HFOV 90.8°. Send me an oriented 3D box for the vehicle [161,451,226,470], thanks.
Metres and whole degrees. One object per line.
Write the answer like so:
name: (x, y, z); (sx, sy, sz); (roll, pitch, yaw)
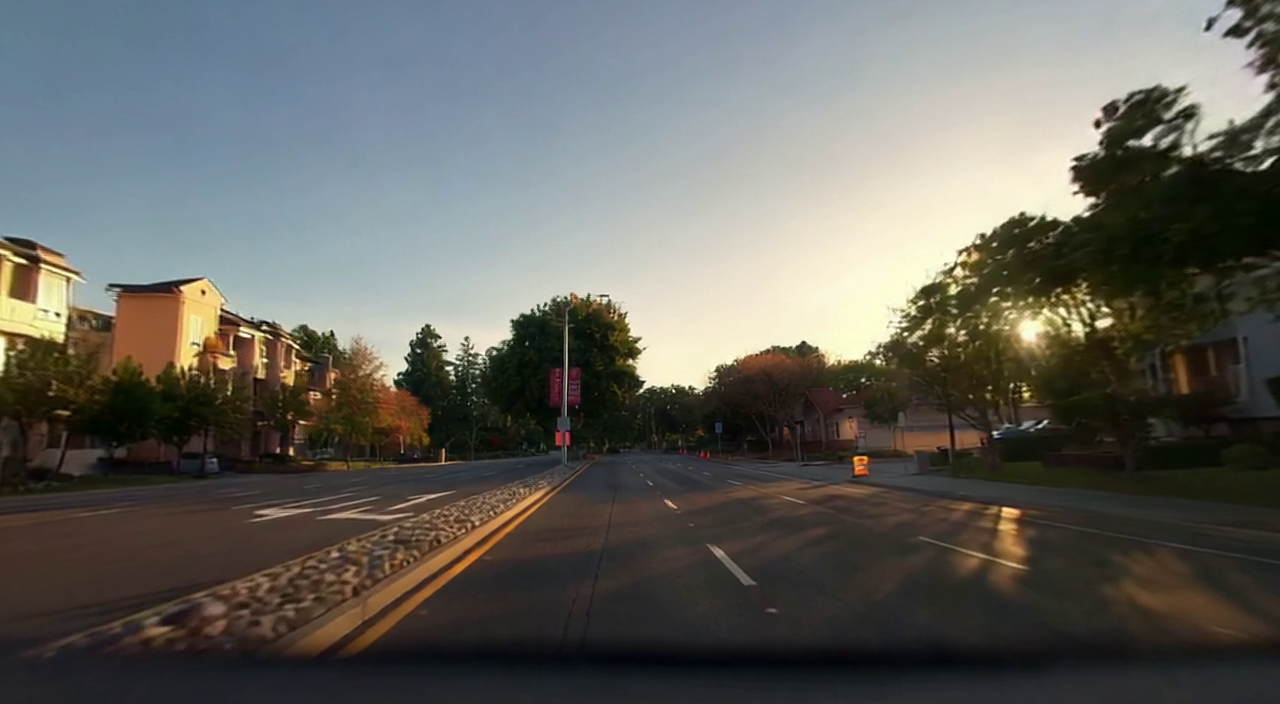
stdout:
vehicle: (-34.271, 8.328, 48.544); (3.732, 1.453, 1.721); (-1, -9, 3)
